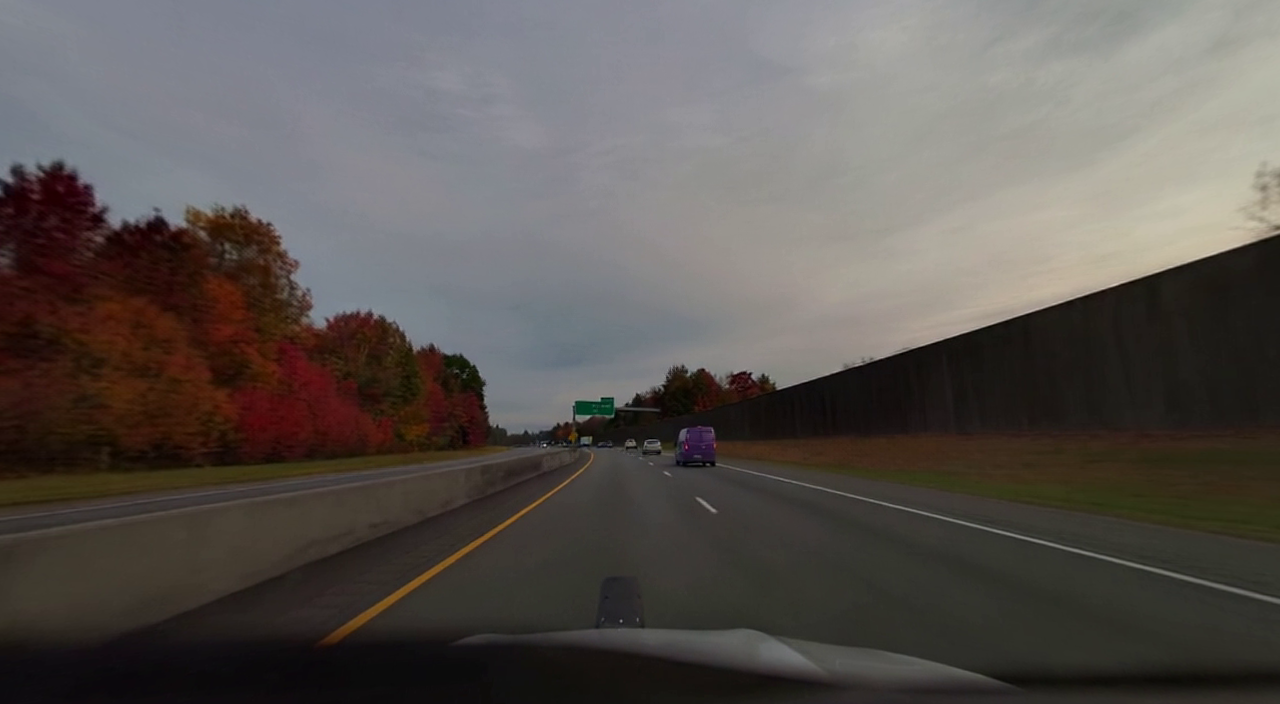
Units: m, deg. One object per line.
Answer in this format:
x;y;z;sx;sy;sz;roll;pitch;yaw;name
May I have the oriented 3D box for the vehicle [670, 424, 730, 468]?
3.000;4.858;32.620;2.393;2.072;4.958;1;-8;-3;vehicle
